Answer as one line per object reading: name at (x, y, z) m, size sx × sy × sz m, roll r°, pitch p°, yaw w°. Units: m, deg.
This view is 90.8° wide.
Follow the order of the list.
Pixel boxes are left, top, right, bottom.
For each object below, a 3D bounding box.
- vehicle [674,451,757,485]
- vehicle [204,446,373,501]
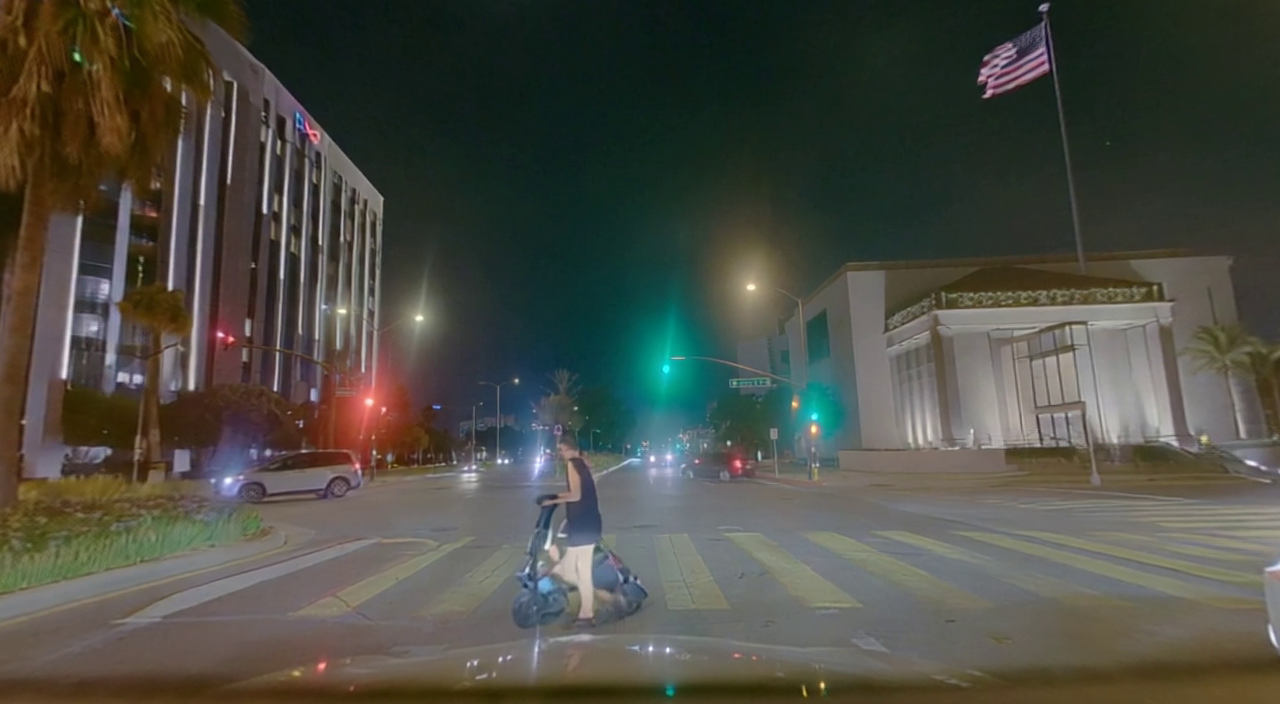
vehicle at (3.653, 5.676, 31.281) m, size 2.000 × 1.525 × 4.273 m, roll 4°, pitch -10°, yaw -27°
vehicle at (-11.308, 3.915, 20.740) m, size 4.499 × 1.594 × 1.898 m, roll 3°, pitch -9°, yaw -20°
